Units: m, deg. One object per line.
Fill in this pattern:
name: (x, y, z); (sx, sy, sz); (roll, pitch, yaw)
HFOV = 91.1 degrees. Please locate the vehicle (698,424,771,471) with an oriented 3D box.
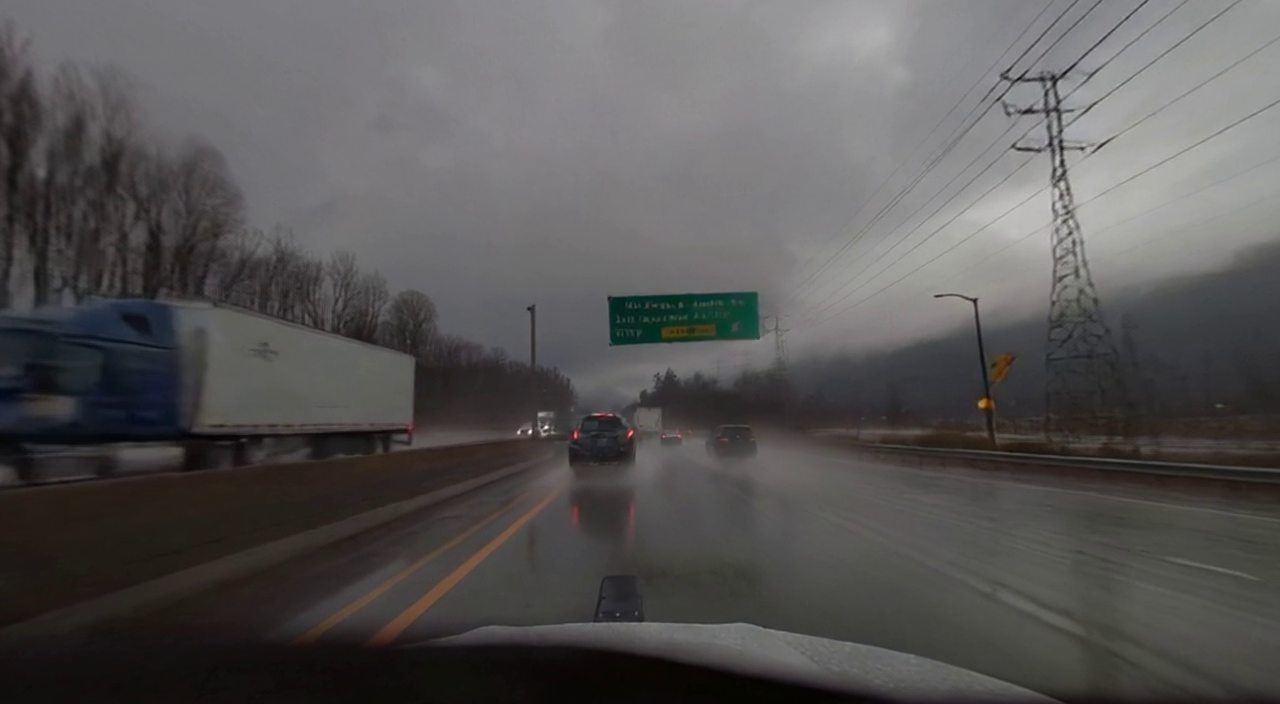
vehicle: (3.431, 3.539, 23.550); (2.062, 1.581, 3.914); (0, -8, -1)

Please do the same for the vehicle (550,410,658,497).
vehicle: (-0.740, 2.276, 14.521); (2.134, 1.710, 4.049); (0, -7, -1)

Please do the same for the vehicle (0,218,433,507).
vehicle: (-8.929, 1.019, 15.713); (2.975, 4.091, 13.887); (0, -8, -1)
